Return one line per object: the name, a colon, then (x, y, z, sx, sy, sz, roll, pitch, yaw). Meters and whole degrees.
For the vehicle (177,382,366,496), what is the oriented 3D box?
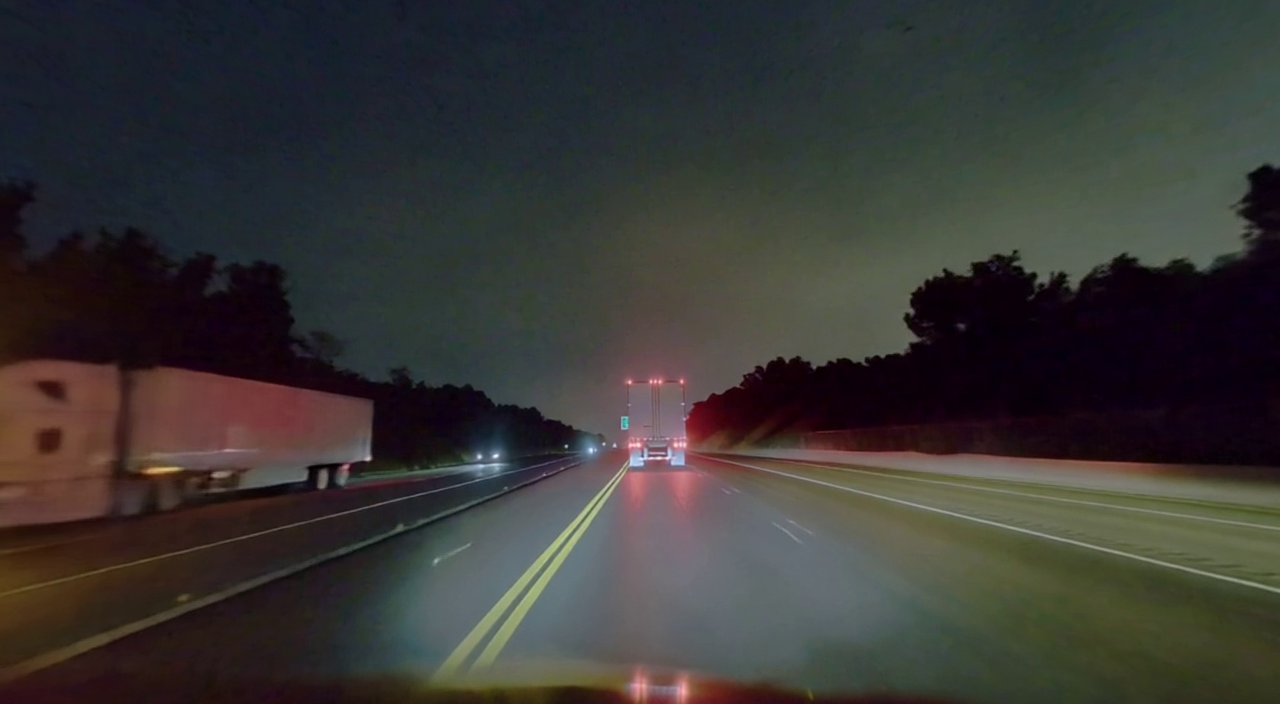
vehicle: (-14.855, 3.650, 26.470, 2.881, 3.996, 8.221, -1, -8, 0)

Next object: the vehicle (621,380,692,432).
vehicle: (0.555, 2.355, 26.132, 2.509, 1.890, 4.732, 0, -8, -3)

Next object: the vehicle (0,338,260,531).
vehicle: (-14.904, 2.239, 16.786, 3.041, 4.004, 10.215, 0, -8, 0)
